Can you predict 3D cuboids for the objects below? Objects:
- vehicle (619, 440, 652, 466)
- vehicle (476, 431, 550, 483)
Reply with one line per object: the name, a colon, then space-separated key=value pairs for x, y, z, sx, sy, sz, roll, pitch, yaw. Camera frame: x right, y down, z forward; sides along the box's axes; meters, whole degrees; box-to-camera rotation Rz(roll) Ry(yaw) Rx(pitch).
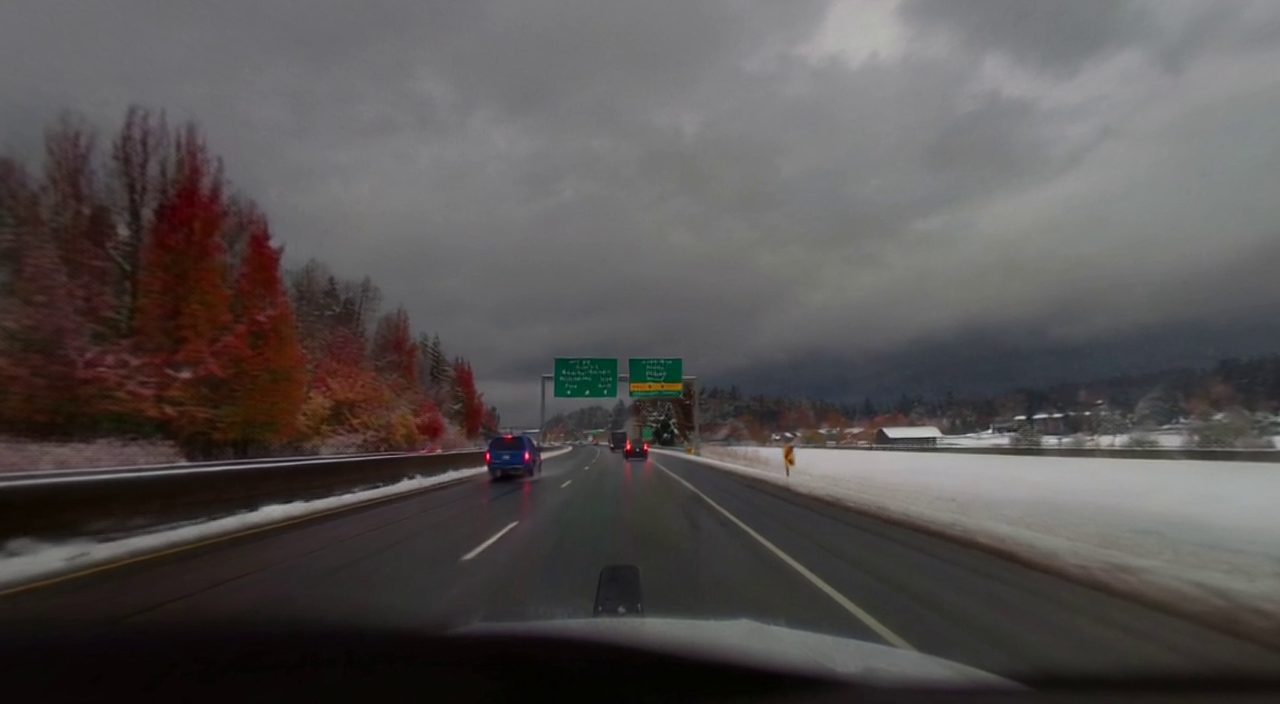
vehicle: x=-0.296 y=6.278 z=39.267 sx=1.939 sy=1.497 sz=3.863 roll=0 pitch=-8 yaw=-1
vehicle: x=-4.577 y=3.861 z=23.380 sx=1.924 sy=1.720 sz=4.195 roll=0 pitch=-8 yaw=-1
